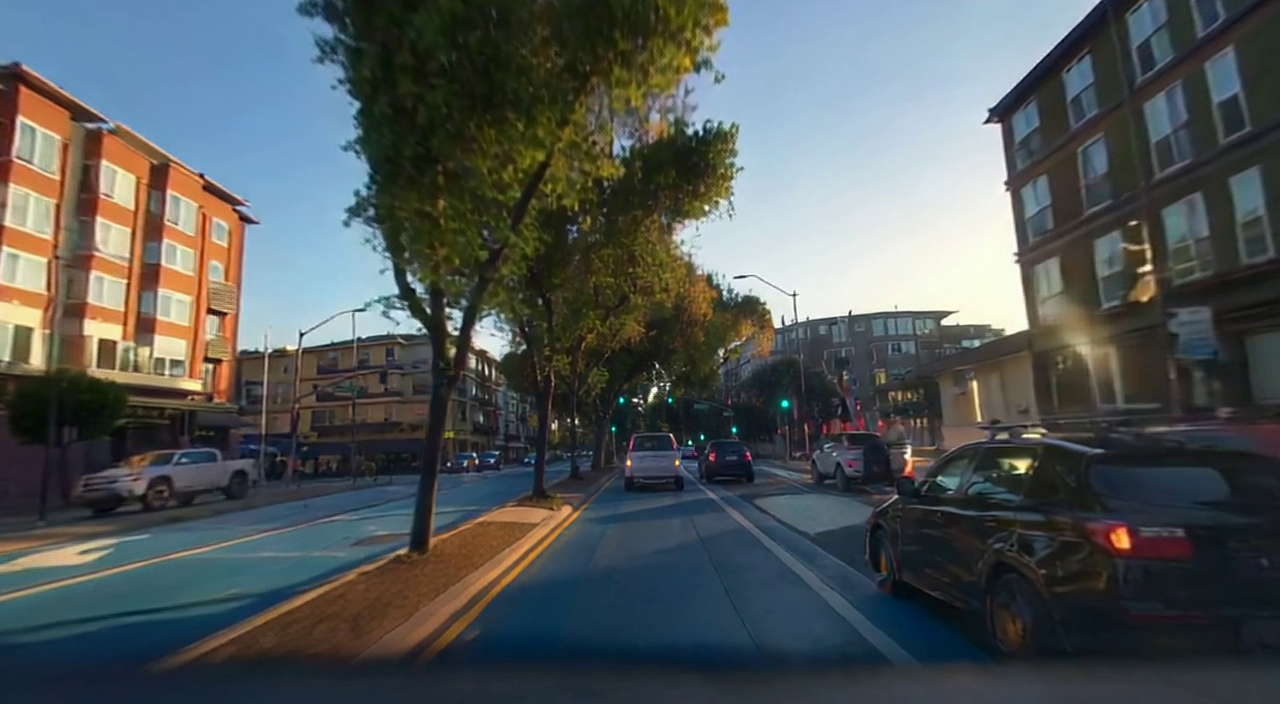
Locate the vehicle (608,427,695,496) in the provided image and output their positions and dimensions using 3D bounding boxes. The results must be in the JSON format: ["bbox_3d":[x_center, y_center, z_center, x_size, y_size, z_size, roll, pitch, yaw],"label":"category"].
[{"bbox_3d":[0.304,3.115,18.233,2.209,1.748,4.130,0,-9,0],"label":"vehicle"}]

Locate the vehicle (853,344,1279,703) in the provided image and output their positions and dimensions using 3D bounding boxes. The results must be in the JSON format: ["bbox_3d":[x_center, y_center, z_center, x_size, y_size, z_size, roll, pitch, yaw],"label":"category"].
[{"bbox_3d":[3.209,1.132,4.533,1.939,1.746,4.091,0,-9,1],"label":"vehicle"}]

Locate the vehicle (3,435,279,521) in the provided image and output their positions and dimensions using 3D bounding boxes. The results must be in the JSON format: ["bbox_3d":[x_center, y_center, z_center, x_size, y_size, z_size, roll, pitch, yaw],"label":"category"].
[{"bbox_3d":[-14.093,3.568,18.712,2.640,2.054,6.504,-1,-9,3],"label":"vehicle"}]

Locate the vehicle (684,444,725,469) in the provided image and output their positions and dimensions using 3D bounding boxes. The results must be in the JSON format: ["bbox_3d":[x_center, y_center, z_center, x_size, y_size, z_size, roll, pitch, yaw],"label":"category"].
[{"bbox_3d":[3.891,6.409,38.896,2.045,1.465,4.355,0,-9,0],"label":"vehicle"}]
